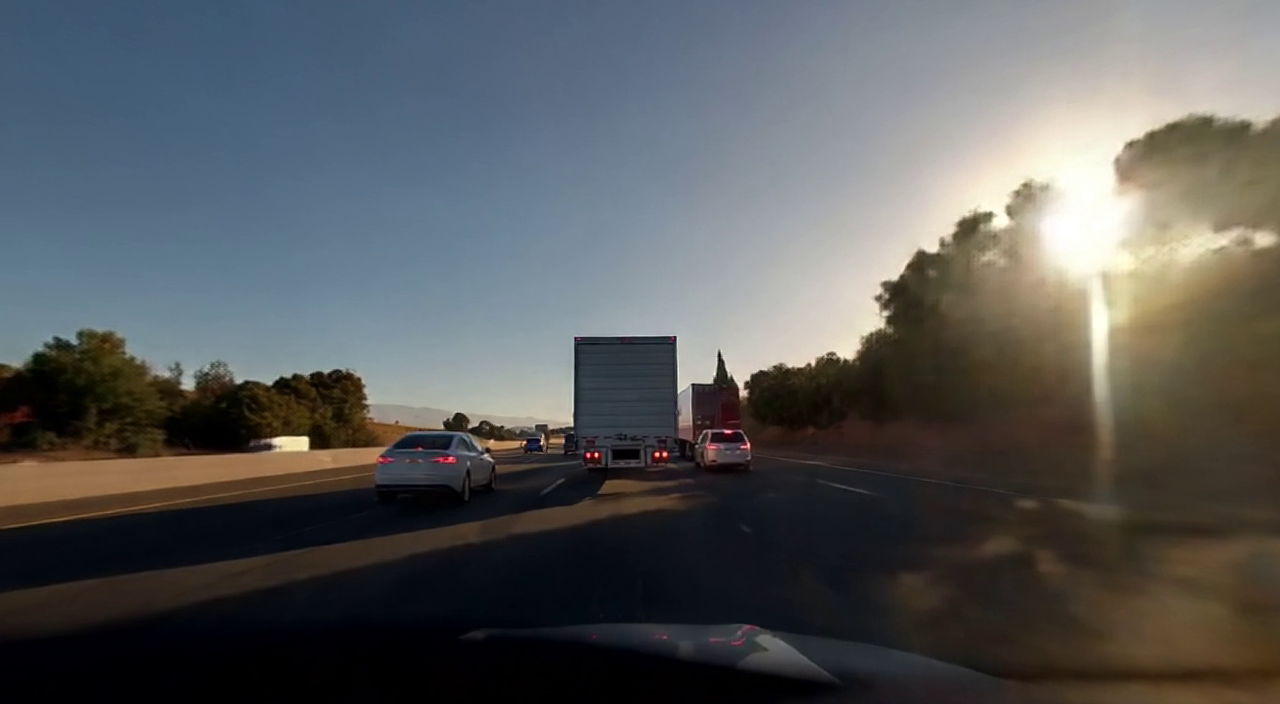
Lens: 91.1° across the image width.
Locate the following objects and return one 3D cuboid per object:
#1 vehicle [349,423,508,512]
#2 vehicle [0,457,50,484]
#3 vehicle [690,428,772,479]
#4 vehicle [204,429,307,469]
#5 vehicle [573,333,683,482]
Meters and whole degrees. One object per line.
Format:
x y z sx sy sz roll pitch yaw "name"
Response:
-4.008 2.220 12.648 1.882 1.493 3.828 0 -8 0 "vehicle"
-39.003 7.246 38.316 1.762 1.501 4.228 -1 -8 6 "vehicle"
2.890 3.307 20.858 1.976 1.513 4.065 0 -8 -2 "vehicle"
-19.751 4.993 32.617 2.233 1.914 4.893 0 -8 -1 "vehicle"
-0.450 2.132 21.938 2.938 4.033 9.980 0 -8 -1 "vehicle"
